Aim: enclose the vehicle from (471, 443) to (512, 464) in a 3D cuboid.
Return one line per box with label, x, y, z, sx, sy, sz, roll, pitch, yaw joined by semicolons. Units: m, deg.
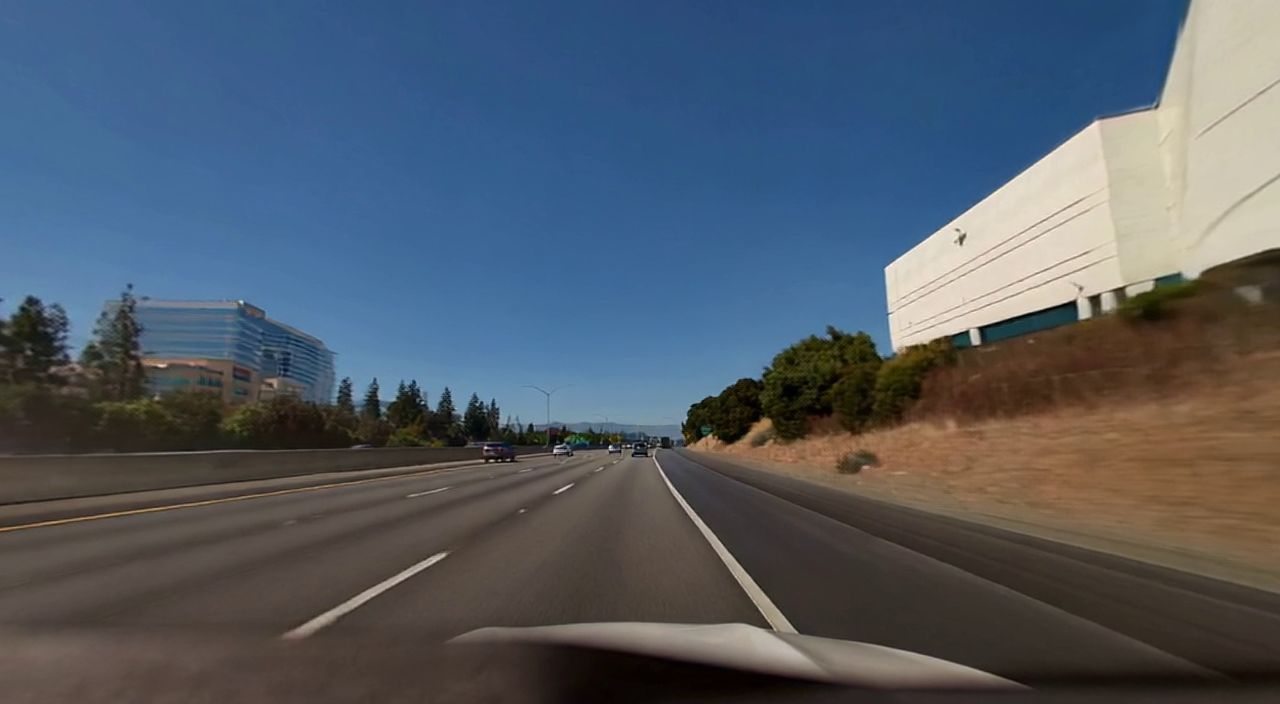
vehicle;-11.047;7.538;47.201;1.914;1.440;4.467;0;-8;1
